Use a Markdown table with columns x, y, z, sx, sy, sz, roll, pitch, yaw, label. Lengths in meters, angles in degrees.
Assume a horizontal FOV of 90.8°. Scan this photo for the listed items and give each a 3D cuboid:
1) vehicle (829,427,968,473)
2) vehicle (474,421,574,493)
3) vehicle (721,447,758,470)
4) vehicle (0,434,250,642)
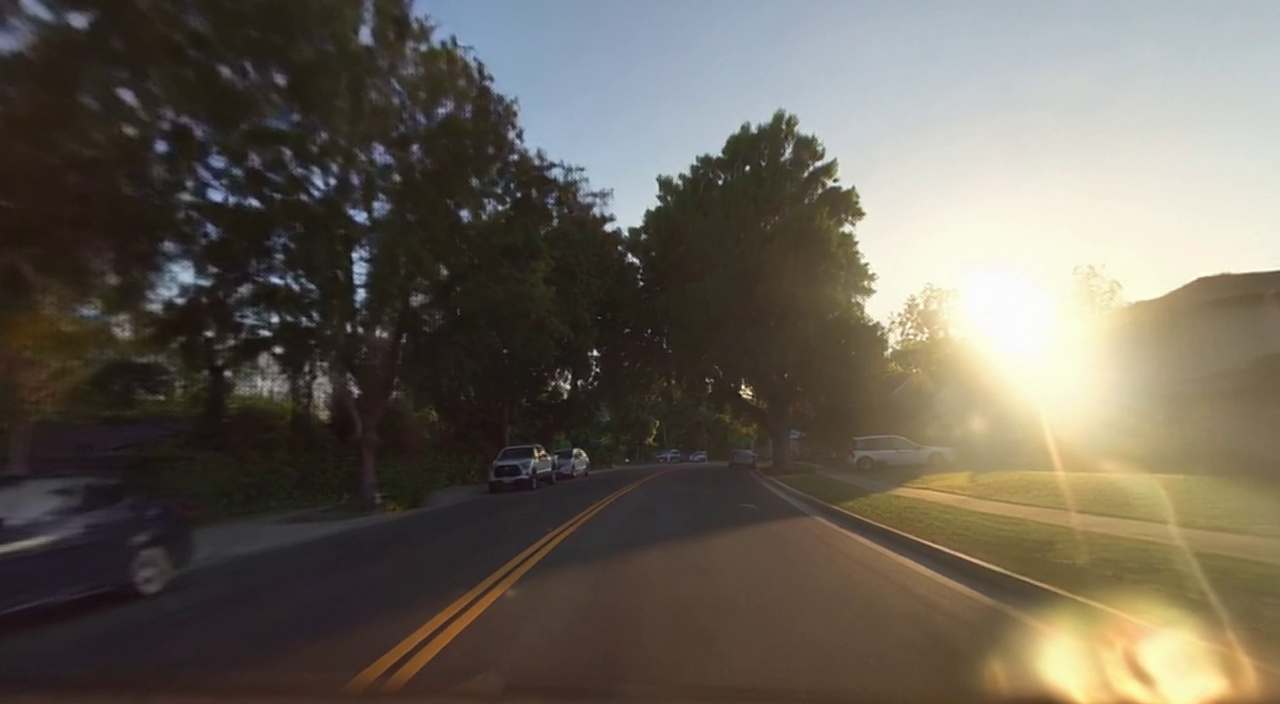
| x | y | z | sx | sy | sz | roll | pitch | yaw | label |
| --- | --- | --- | --- | --- | --- | --- | --- | --- | --- |
| 11.382 | 4.386 | 28.234 | 5.325 | 1.939 | 2.150 | -2 | -9 | 11 | vehicle |
| -4.511 | 4.442 | 25.741 | 2.334 | 2.126 | 6.444 | -5 | -15 | 5 | vehicle |
| 6.589 | 6.948 | 41.475 | 1.948 | 1.408 | 4.345 | -3 | -9 | 14 | vehicle |
| -5.936 | 1.718 | 5.809 | 2.005 | 1.557 | 4.172 | -3 | -14 | 0 | vehicle |
